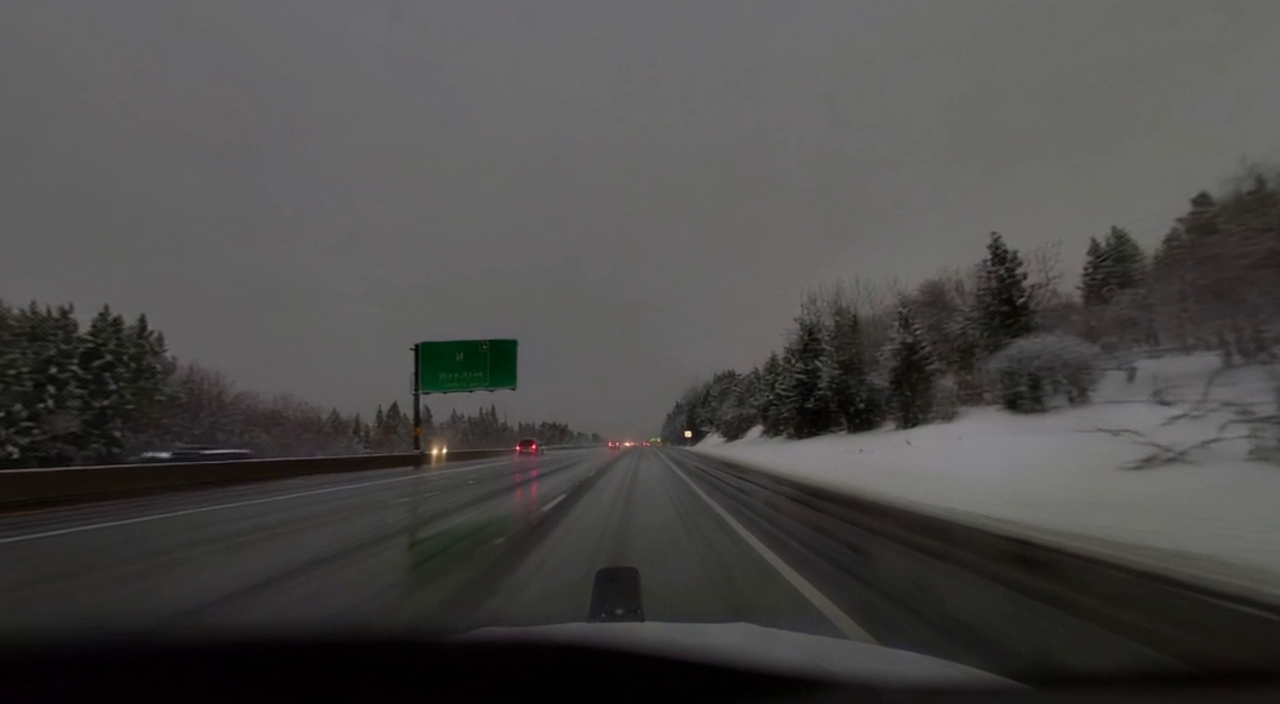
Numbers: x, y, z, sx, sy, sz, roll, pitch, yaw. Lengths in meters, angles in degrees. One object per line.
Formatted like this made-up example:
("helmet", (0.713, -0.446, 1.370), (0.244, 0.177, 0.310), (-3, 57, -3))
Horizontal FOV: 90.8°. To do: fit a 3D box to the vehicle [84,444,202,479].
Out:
("vehicle", (-24.904, 5.475, 31.913), (1.981, 1.602, 4.849), (0, -8, 0))
